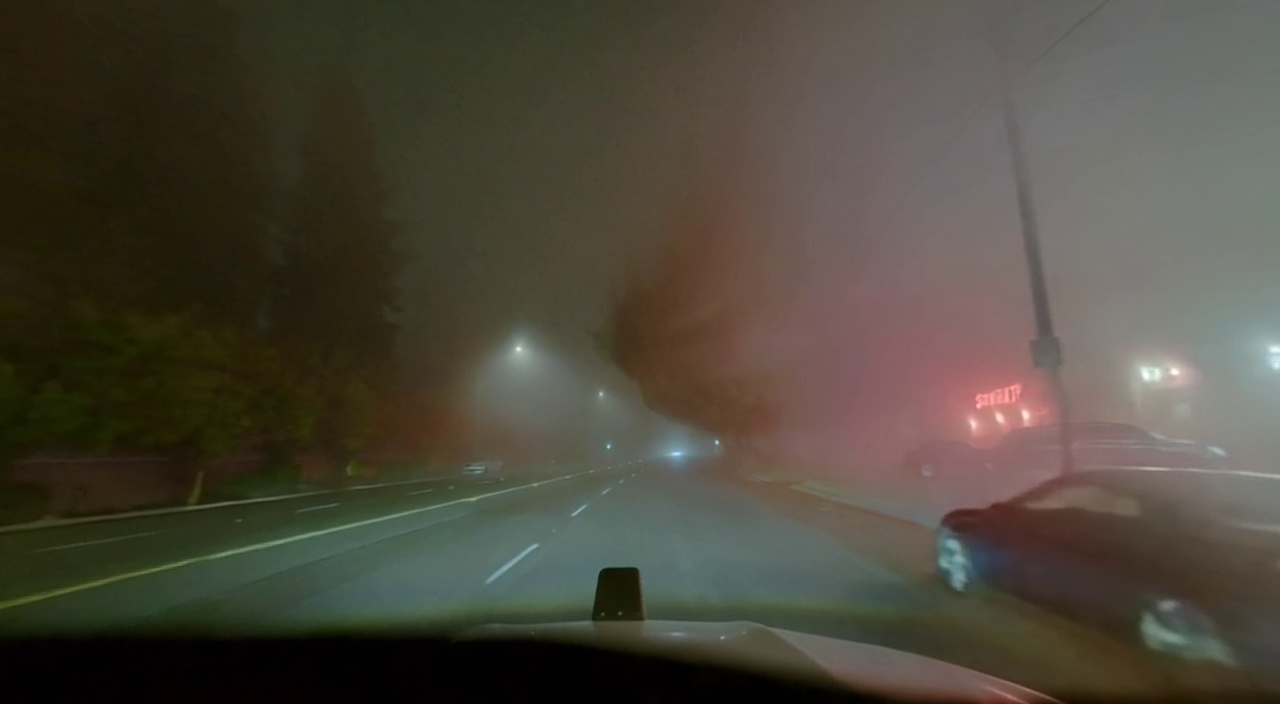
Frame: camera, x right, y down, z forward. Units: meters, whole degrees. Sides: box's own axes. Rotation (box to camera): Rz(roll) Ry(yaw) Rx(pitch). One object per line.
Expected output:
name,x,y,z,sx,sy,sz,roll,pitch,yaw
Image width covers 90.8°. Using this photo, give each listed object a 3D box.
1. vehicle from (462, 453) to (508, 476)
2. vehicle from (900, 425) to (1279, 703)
vehicle,-11.351,8.254,46.543,1.859,1.496,4.390,-5,-9,5
vehicle,3.952,1.364,4.675,2.080,1.503,4.821,0,-9,1
